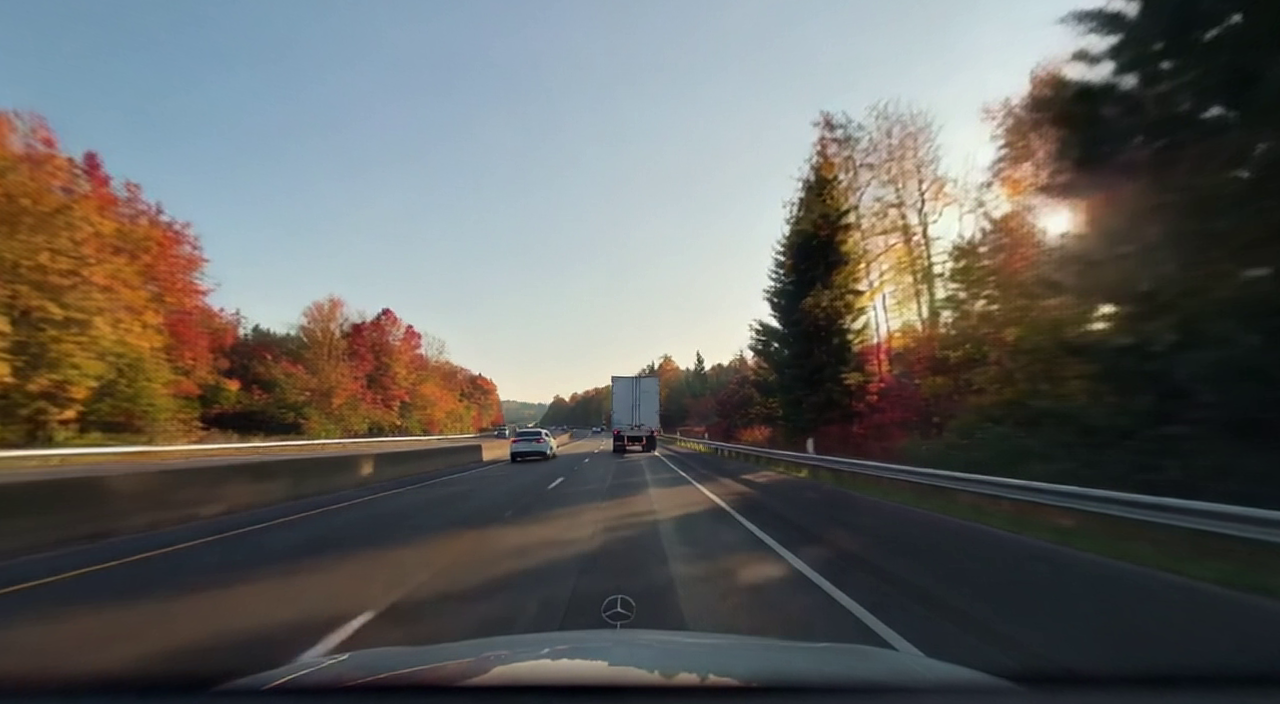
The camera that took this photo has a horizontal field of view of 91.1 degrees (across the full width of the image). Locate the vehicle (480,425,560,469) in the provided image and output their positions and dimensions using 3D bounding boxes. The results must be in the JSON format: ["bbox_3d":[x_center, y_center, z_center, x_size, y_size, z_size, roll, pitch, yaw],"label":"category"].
[{"bbox_3d":[-4.440,3.598,23.991,2.217,1.495,4.245,0,-8,0],"label":"vehicle"}]

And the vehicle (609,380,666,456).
[{"bbox_3d":[-0.335,4.224,38.955,3.013,4.016,11.496,0,-8,-2],"label":"vehicle"}]
